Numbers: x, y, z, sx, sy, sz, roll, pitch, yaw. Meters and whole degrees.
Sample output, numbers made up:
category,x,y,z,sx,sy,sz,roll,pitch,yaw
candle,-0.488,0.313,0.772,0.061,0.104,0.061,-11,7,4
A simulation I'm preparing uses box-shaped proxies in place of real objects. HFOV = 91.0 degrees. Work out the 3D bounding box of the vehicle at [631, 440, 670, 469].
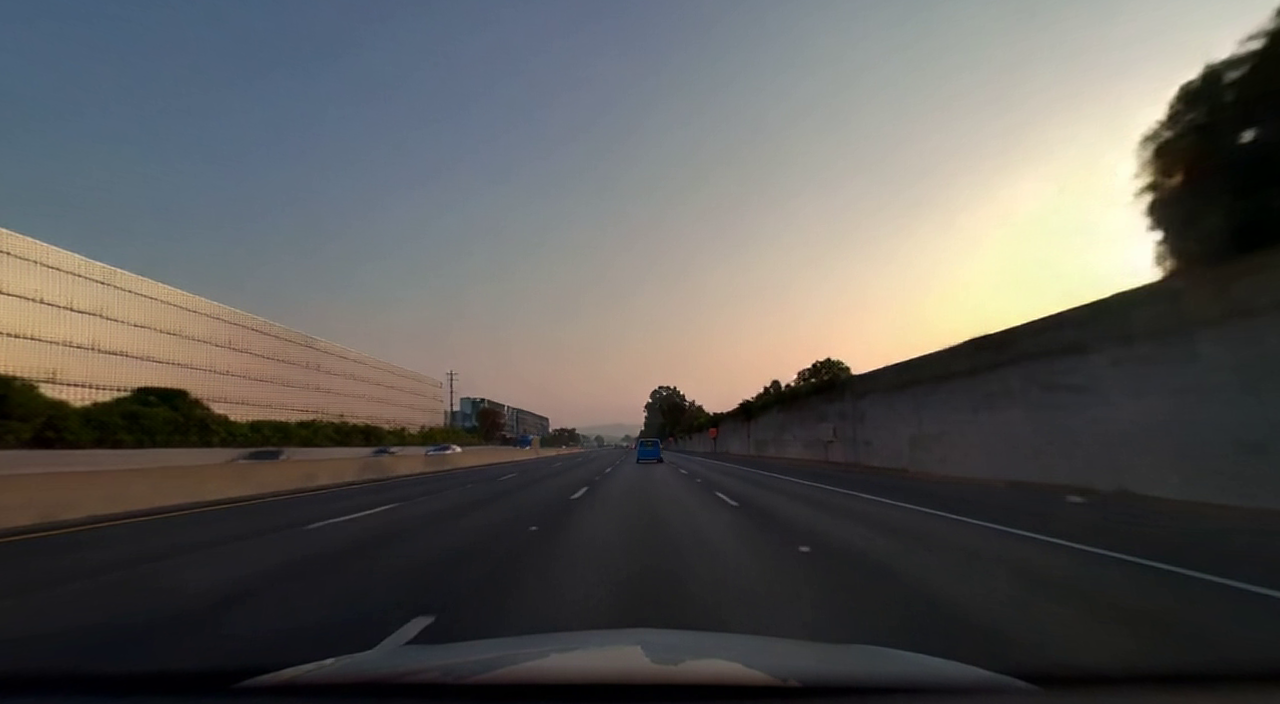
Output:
category,x,y,z,sx,sy,sz,roll,pitch,yaw
vehicle,0.550,5.562,34.466,1.997,1.484,3.409,0,-8,0
